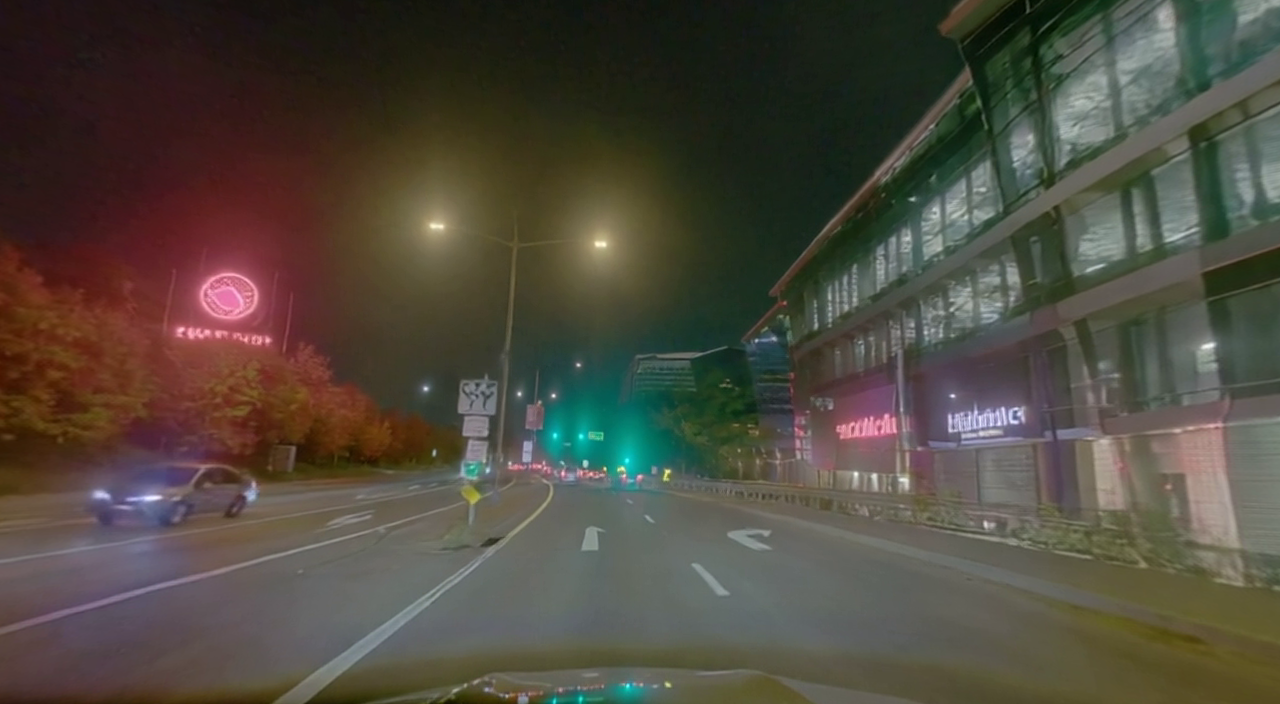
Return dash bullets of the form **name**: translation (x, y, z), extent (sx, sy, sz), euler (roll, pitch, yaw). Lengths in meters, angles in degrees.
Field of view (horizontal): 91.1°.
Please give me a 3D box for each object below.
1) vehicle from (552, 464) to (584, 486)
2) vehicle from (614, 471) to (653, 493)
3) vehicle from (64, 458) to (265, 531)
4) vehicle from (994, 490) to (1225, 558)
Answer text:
- **vehicle**: translation (-5.377, 9.032, 46.355), extent (2.005, 1.498, 3.643), euler (3, -10, -11)
- **vehicle**: translation (-0.425, 7.458, 36.138), extent (1.775, 1.186, 2.933), euler (2, -10, -10)
- **vehicle**: translation (-10.850, 3.261, 14.777), extent (1.839, 1.456, 3.859), euler (1, -10, -4)
- **vehicle**: translation (11.756, 4.326, 16.001), extent (4.302, 1.456, 1.832), euler (0, -10, 3)
